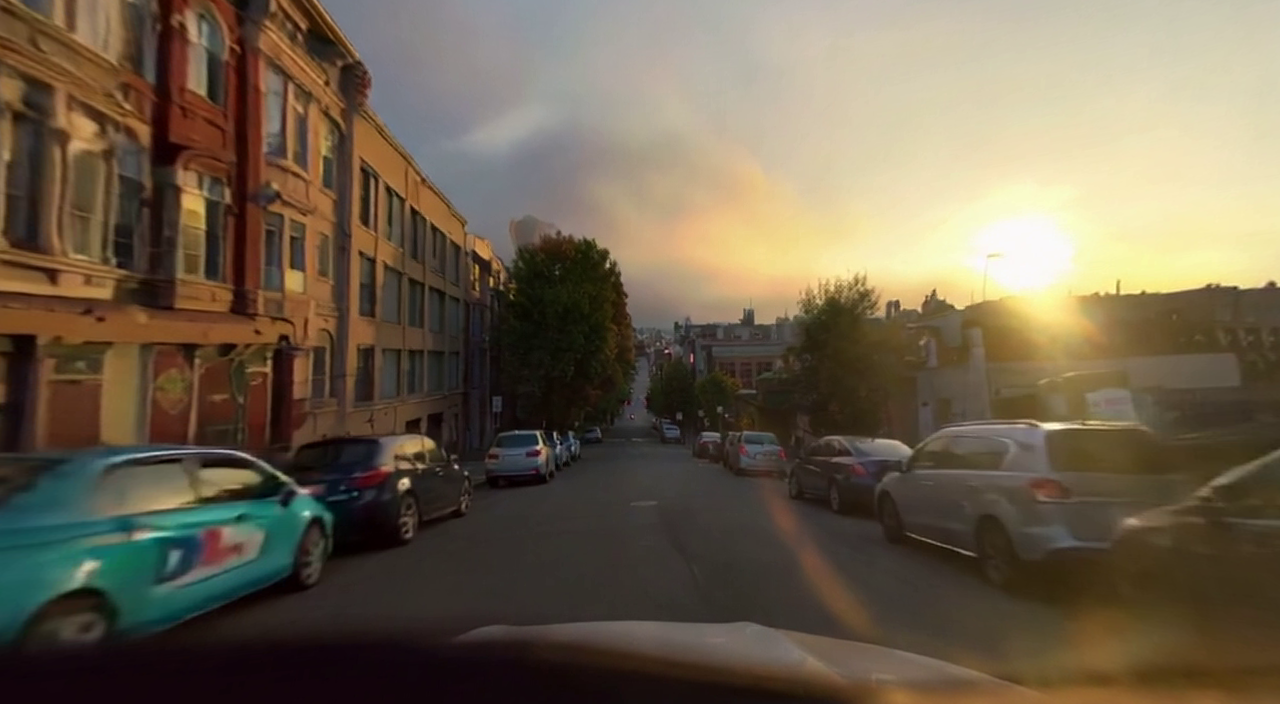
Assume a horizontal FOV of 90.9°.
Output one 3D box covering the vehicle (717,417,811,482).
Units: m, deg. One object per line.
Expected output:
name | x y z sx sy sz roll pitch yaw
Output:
vehicle | 3.737 3.020 19.877 1.879 1.802 4.574 0 -7 -2

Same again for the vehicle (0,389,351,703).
vehicle | -3.413 1.011 3.623 1.874 1.508 3.414 1 -3 0

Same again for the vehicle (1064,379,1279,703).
vehicle | 3.731 0.819 2.105 1.896 1.549 3.845 0 -7 -1
